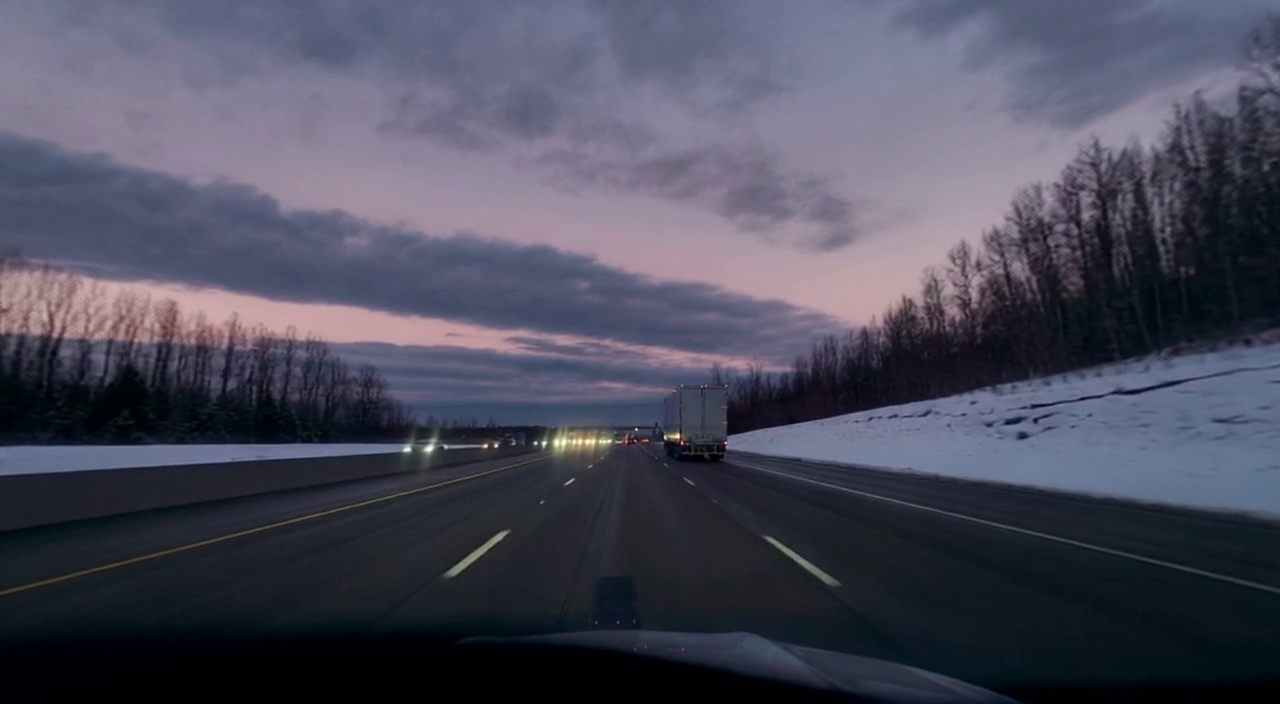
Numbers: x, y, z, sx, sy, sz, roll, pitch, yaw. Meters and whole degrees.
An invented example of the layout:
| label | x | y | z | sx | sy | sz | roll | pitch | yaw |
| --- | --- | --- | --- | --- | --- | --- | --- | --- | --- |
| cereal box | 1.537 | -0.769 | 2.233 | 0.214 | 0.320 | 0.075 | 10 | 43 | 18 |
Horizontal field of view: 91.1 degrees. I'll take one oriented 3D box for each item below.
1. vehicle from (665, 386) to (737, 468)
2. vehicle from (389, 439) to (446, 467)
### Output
| label | x | y | z | sx | sy | sz | roll | pitch | yaw |
| --- | --- | --- | --- | --- | --- | --- | --- | --- | --- |
| vehicle | 3.418 | 4.814 | 40.018 | 2.979 | 4.161 | 15.508 | 1 | -7 | 0 |
| vehicle | -12.740 | 5.781 | 36.245 | 1.803 | 1.450 | 4.054 | 0 | -8 | -1 |
